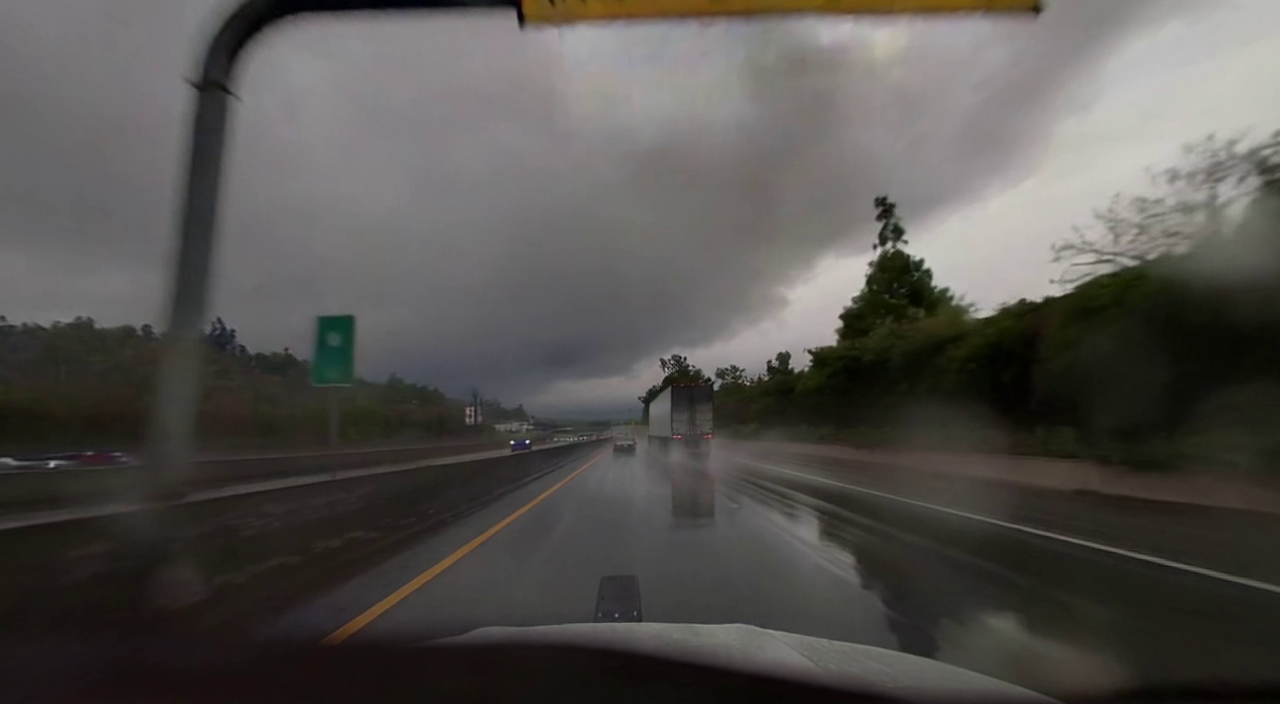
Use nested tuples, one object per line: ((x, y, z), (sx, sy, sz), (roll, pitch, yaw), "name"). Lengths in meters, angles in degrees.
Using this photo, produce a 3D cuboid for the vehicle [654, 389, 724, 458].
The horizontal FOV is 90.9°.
((3.055, 5.237, 44.949), (3.376, 4.017, 16.232), (0, -8, -1), "vehicle")
